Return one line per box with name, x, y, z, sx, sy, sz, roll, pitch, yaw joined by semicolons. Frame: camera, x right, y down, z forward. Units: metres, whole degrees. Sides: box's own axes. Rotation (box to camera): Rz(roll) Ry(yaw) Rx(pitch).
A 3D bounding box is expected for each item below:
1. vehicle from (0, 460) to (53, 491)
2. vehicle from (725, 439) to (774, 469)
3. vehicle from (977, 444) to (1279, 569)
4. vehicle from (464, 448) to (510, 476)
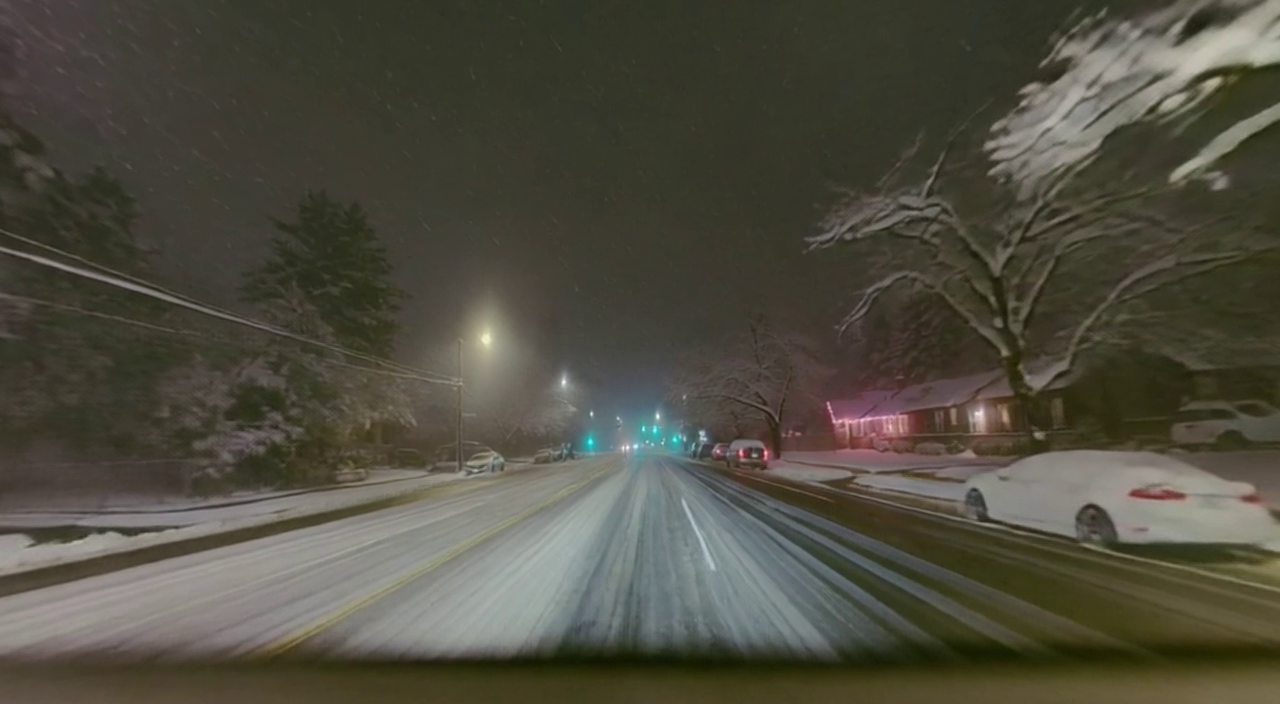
vehicle;-32.967;6.361;32.541;1.736;1.437;3.766;0;-8;1
vehicle;7.552;7.094;44.274;2.224;1.956;6.057;0;-8;-1
vehicle;7.138;2.110;9.488;1.854;1.425;4.316;-1;-8;1
vehicle;-10.621;7.637;44.028;1.996;1.781;4.139;-3;-9;2
